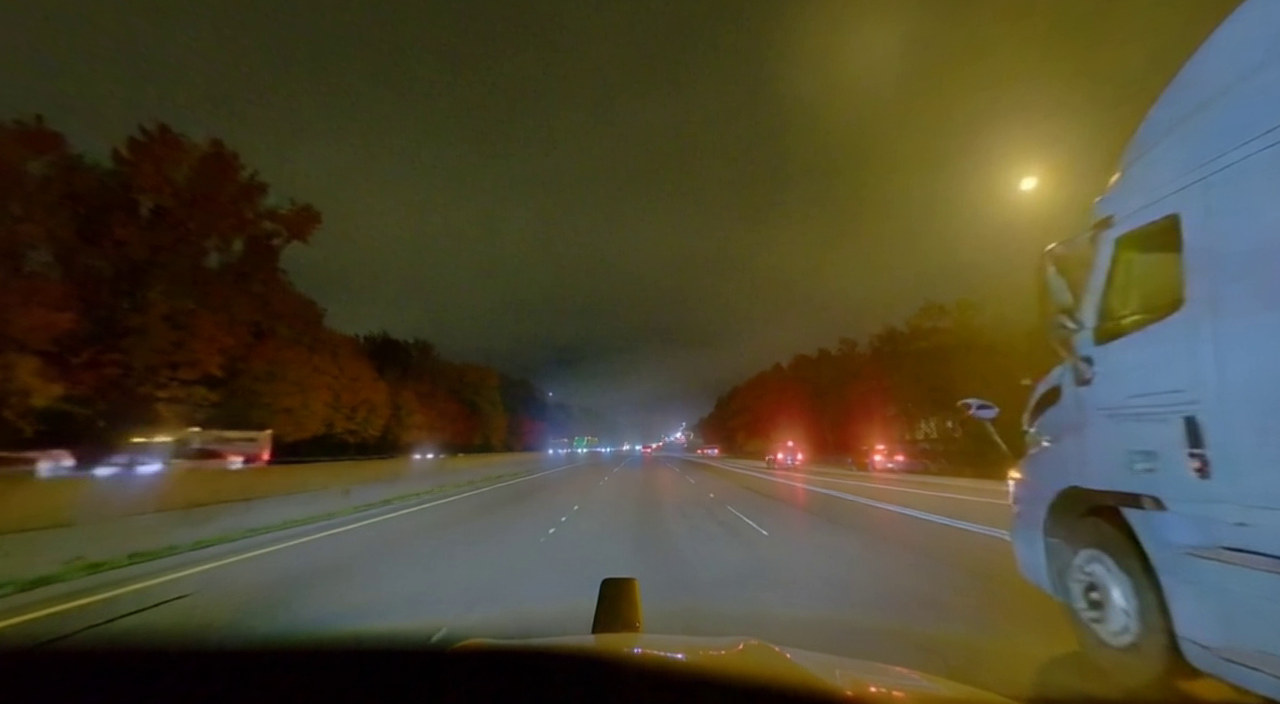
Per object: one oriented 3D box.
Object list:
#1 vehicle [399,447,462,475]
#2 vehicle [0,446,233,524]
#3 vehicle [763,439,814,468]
[{"bbox_3d":[-11.850,6.181,35.755,2.037,1.490,4.375,0,-9,1],"label":"vehicle"},{"bbox_3d":[-11.790,2.934,14.426,1.874,1.489,4.402,0,-9,0],"label":"vehicle"},{"bbox_3d":[9.658,6.663,41.170,2.034,1.770,4.637,0,-9,-2],"label":"vehicle"}]
